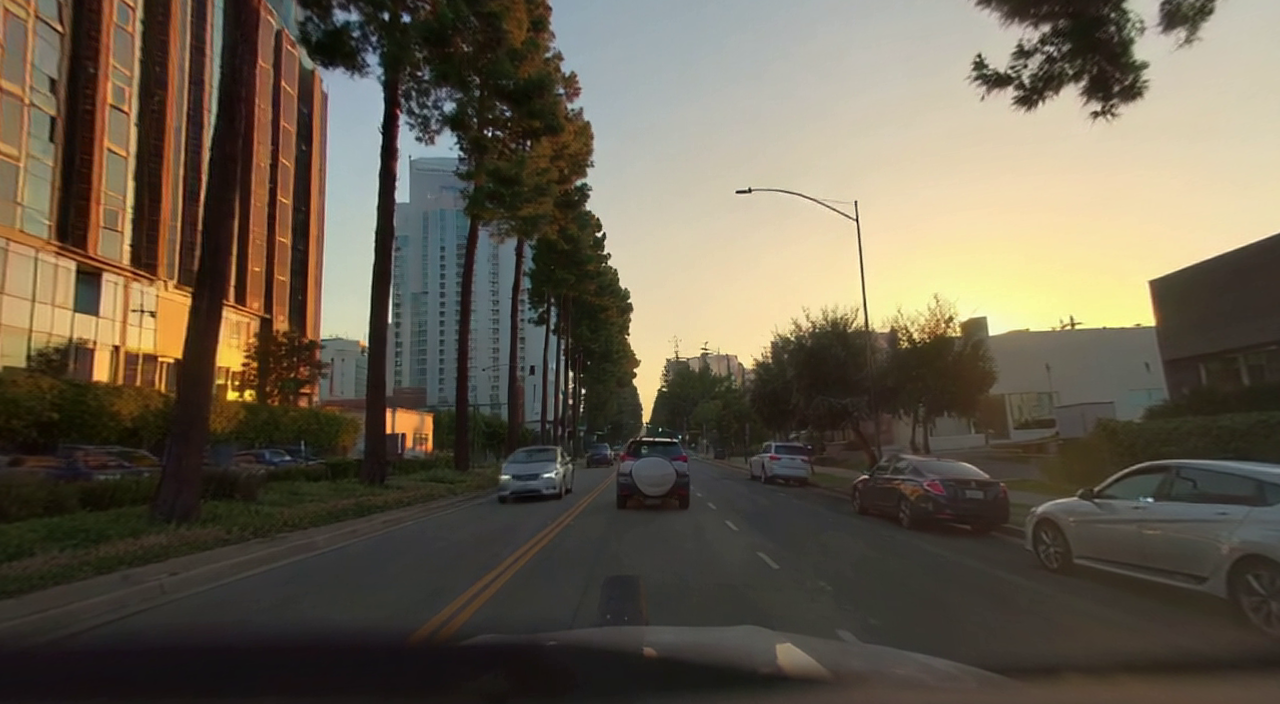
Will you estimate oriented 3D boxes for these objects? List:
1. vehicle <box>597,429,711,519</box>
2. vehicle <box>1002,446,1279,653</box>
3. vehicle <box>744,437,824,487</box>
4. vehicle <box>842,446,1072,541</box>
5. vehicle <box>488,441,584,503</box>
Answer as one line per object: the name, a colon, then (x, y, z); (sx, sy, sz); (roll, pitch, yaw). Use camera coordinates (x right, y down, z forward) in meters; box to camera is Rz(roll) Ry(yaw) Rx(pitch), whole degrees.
vehicle: (0.293, 2.564, 13.686); (2.105, 1.653, 3.887); (0, -9, 1)
vehicle: (5.532, 1.591, 5.646); (1.809, 1.478, 4.623); (0, -9, 0)
vehicle: (5.664, 4.388, 25.405); (2.059, 1.813, 4.637); (0, -9, -1)
vehicle: (5.678, 2.552, 12.193); (1.852, 1.452, 4.852); (0, -9, -1)
vehicle: (-2.779, 3.315, 17.854); (1.979, 1.534, 4.076); (0, -9, 1)
